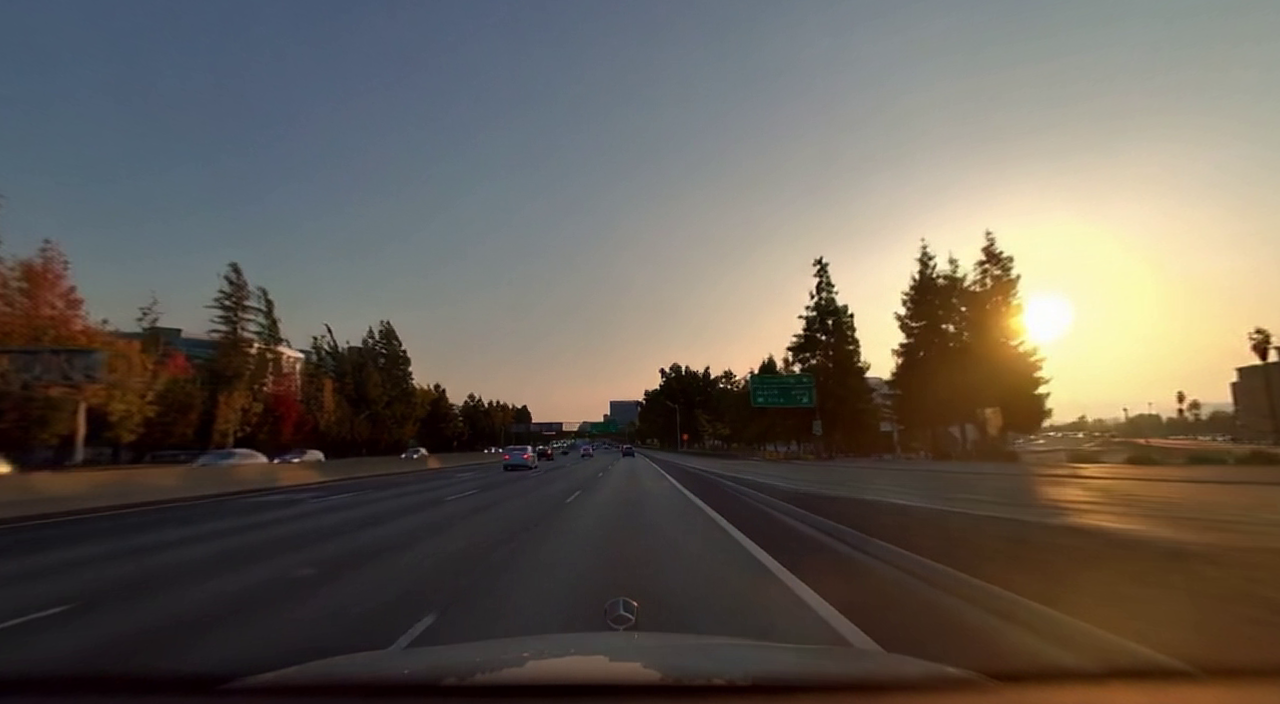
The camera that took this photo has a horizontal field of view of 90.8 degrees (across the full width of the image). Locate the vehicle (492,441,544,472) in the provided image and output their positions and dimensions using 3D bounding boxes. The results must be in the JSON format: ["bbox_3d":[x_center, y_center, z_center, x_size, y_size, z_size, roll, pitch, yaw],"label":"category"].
[{"bbox_3d":[-6.911,5.991,36.391,2.016,1.606,4.806,0,-9,0],"label":"vehicle"}]

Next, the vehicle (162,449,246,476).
[{"bbox_3d":[-25.907,6.565,37.740,1.875,1.469,4.459,0,-9,0],"label":"vehicle"}]
